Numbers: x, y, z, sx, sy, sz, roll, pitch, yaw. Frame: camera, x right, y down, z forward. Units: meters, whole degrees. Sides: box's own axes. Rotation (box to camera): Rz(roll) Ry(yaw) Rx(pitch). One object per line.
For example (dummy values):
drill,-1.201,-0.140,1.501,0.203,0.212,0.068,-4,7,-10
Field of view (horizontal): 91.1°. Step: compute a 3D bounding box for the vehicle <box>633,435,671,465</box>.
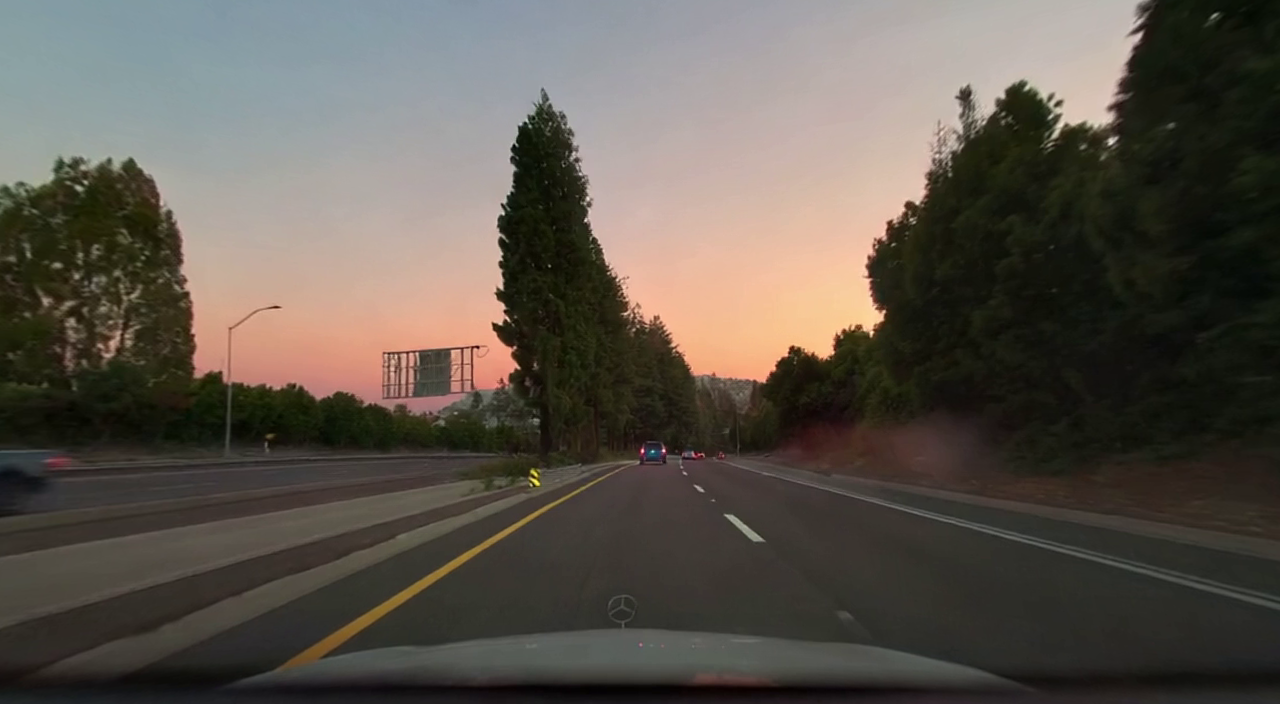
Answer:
vehicle,0.981,7.345,47.046,2.546,2.126,5.153,-1,-9,4
